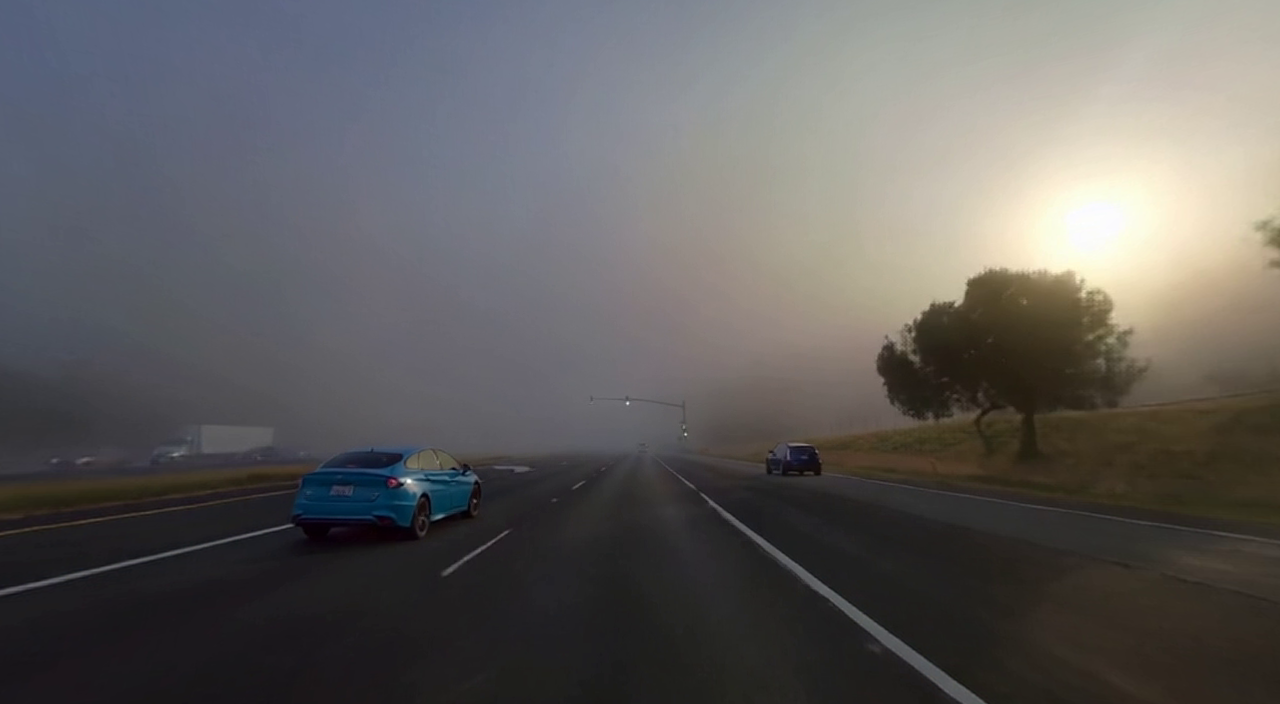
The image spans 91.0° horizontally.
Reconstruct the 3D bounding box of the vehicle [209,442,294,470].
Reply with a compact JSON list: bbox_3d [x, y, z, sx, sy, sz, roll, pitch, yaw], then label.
[{"bbox_3d":[-27.868,7.484,45.477,2.407,1.859,5.897,0,-9,0],"label":"vehicle"}]

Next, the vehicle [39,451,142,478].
[{"bbox_3d":[-32.272,6.572,37.171,1.918,1.446,4.623,0,-9,0],"label":"vehicle"}]

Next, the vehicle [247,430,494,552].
[{"bbox_3d":[-3.931,2.098,10.224,1.987,1.516,4.478,0,-9,0],"label":"vehicle"}]

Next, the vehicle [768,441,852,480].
[{"bbox_3d":[7.006,4.511,26.515,2.049,1.481,4.774,0,-9,-2],"label":"vehicle"}]
